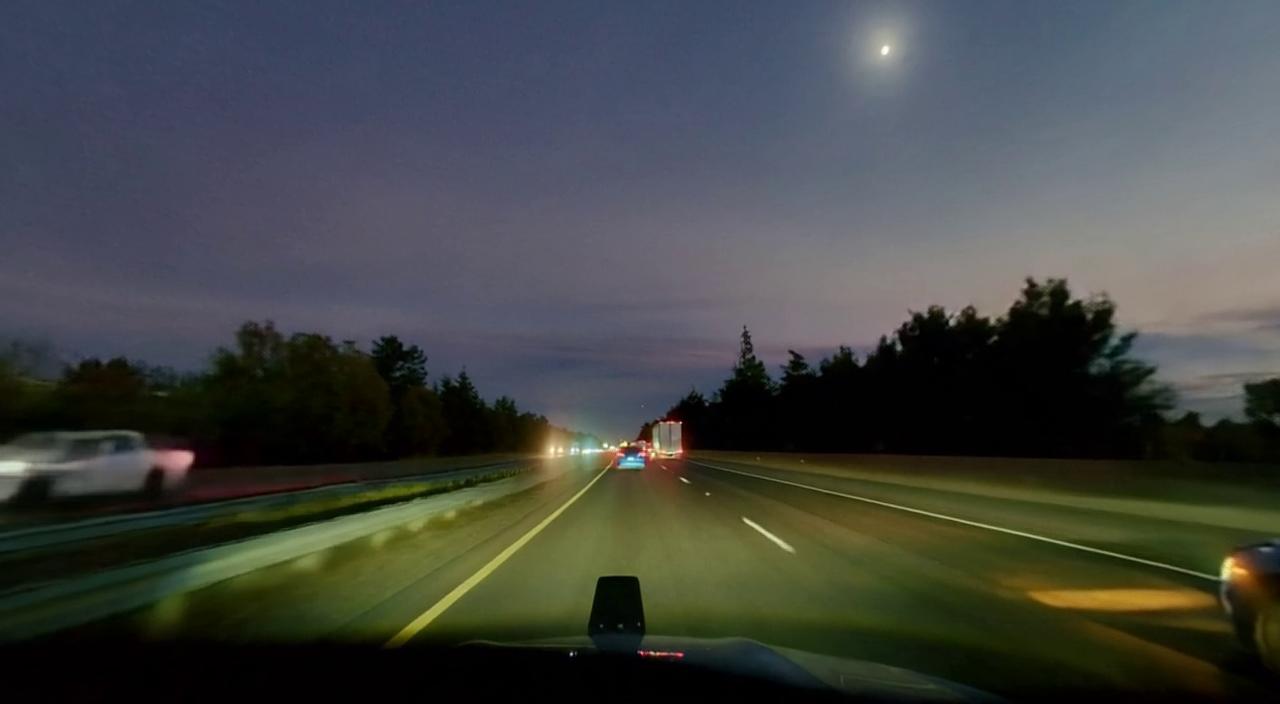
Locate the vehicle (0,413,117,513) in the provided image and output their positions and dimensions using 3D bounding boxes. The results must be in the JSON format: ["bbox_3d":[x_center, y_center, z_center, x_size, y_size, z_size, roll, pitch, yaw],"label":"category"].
[{"bbox_3d":[-12.141,1.943,10.975,1.994,1.729,4.652,0,-9,0],"label":"vehicle"}]

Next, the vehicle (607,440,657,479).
[{"bbox_3d":[-0.371,5.083,30.014,2.190,1.706,4.062,0,-9,0],"label":"vehicle"}]
